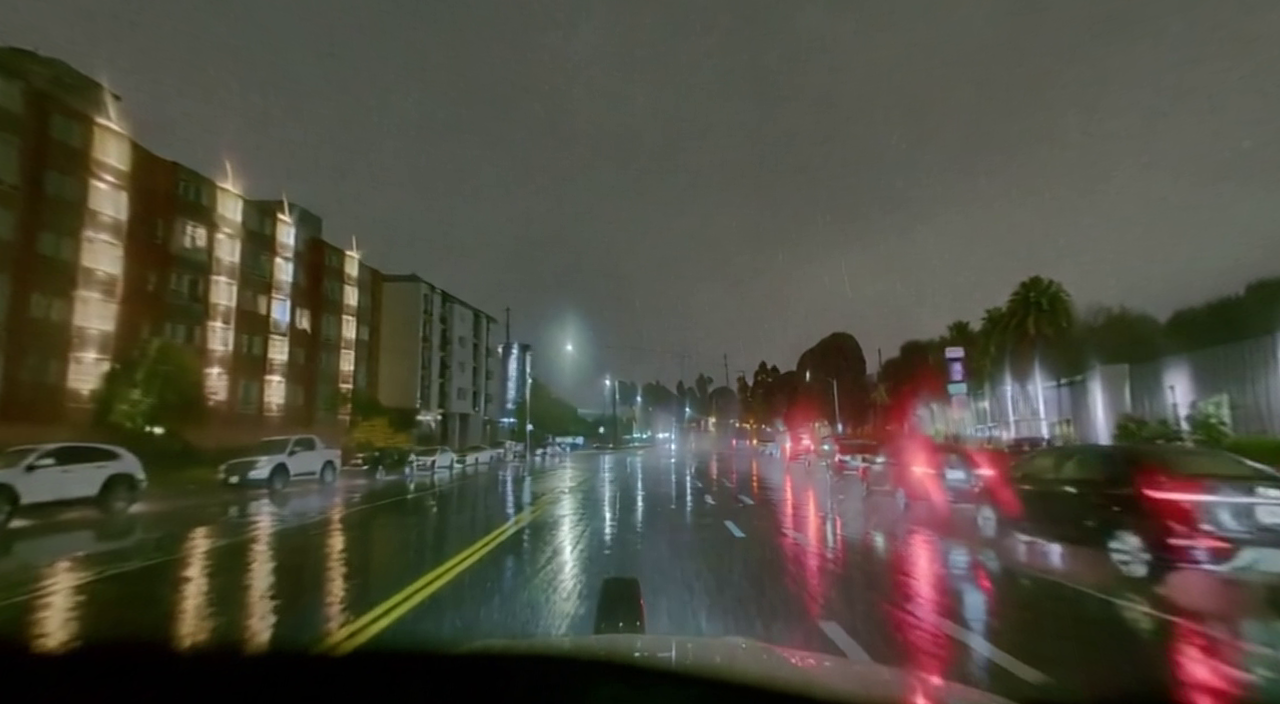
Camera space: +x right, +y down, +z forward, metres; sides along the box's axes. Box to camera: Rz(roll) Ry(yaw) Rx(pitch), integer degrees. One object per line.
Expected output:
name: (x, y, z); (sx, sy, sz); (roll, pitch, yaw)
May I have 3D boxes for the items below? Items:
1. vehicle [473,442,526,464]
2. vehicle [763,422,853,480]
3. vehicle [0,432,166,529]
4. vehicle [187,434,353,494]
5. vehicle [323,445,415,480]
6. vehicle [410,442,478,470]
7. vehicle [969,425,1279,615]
vehicle: (-9.927, 7.138, 44.915); (1.876, 1.465, 4.681); (-2, -8, 12)
vehicle: (6.222, 3.749, 24.194); (2.382, 1.938, 5.570); (-1, -8, 5)
vehicle: (-13.260, 2.736, 13.996); (2.001, 1.836, 4.471); (0, -8, -1)
vehicle: (-13.025, 3.960, 22.879); (2.137, 1.835, 5.833); (-1, -8, 4)
vehicle: (-12.368, 5.034, 29.248); (1.829, 1.449, 4.713); (-1, -8, 5)
vehicle: (-11.316, 6.021, 36.804); (1.873, 1.467, 4.644); (-1, -8, 9)
vehicle: (5.978, 1.664, 7.324); (1.947, 1.487, 4.549); (0, -8, 1)
